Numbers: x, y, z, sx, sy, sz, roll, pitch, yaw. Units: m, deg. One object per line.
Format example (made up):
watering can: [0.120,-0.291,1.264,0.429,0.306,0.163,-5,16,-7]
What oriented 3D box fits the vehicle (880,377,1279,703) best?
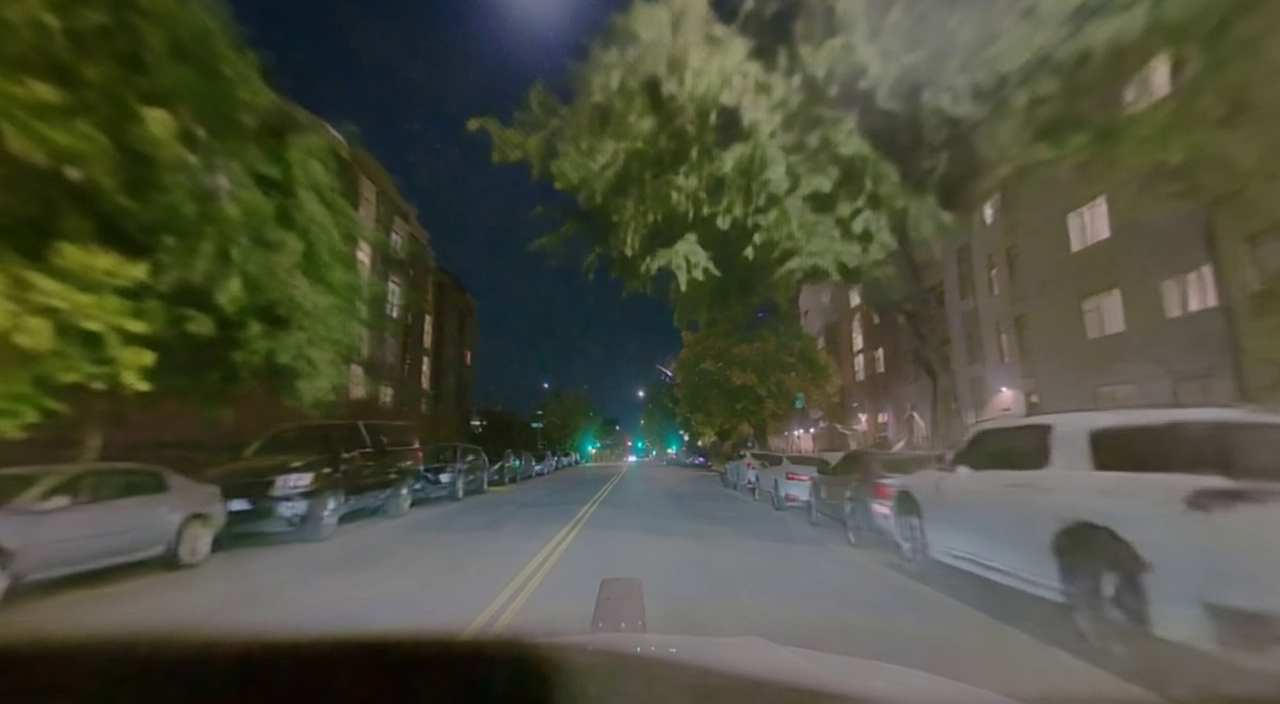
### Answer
vehicle: [3.897,1.294,4.986,2.328,1.730,4.225,0,-9,1]

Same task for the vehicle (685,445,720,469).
vehicle: [4.145,7.055,42.235,1.883,1.527,3.828,0,-9,-1]

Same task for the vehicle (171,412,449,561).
vehicle: [-6.090,2.479,12.873,2.376,2.219,6.021,-2,-7,1]

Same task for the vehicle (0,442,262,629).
vehicle: [-6.348,1.817,6.549,2.045,1.526,4.598,-5,-9,-1]
